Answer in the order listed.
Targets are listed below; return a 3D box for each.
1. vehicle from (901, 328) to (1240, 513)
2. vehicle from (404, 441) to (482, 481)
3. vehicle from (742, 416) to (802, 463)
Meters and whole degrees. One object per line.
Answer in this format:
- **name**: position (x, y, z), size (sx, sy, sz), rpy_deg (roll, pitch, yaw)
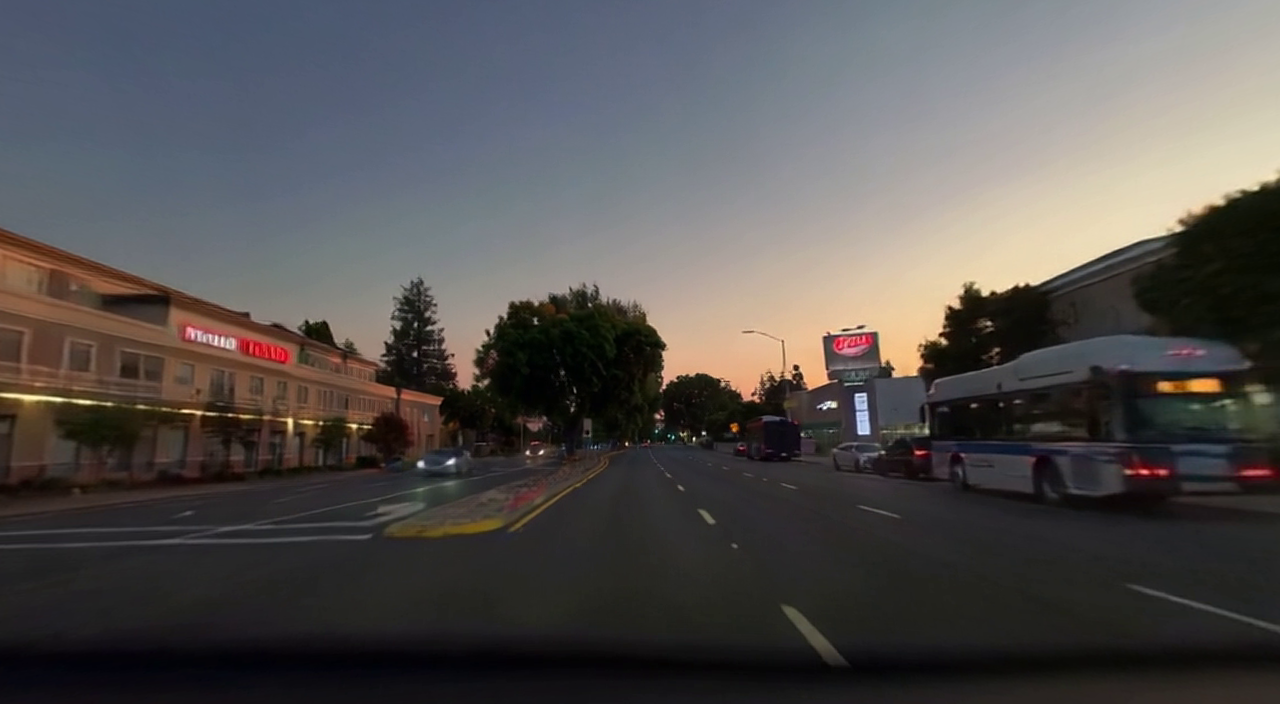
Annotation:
- **vehicle**: position (9.944, 1.855, 16.214), size (2.897, 3.584, 7.857), rpy_deg (0, -8, -2)
- **vehicle**: position (-8.931, 4.967, 29.174), size (1.939, 1.643, 4.975), rpy_deg (0, -8, 1)
- **vehicle**: position (9.791, 6.610, 47.604), size (2.923, 3.249, 6.993), rpy_deg (0, -8, 0)
